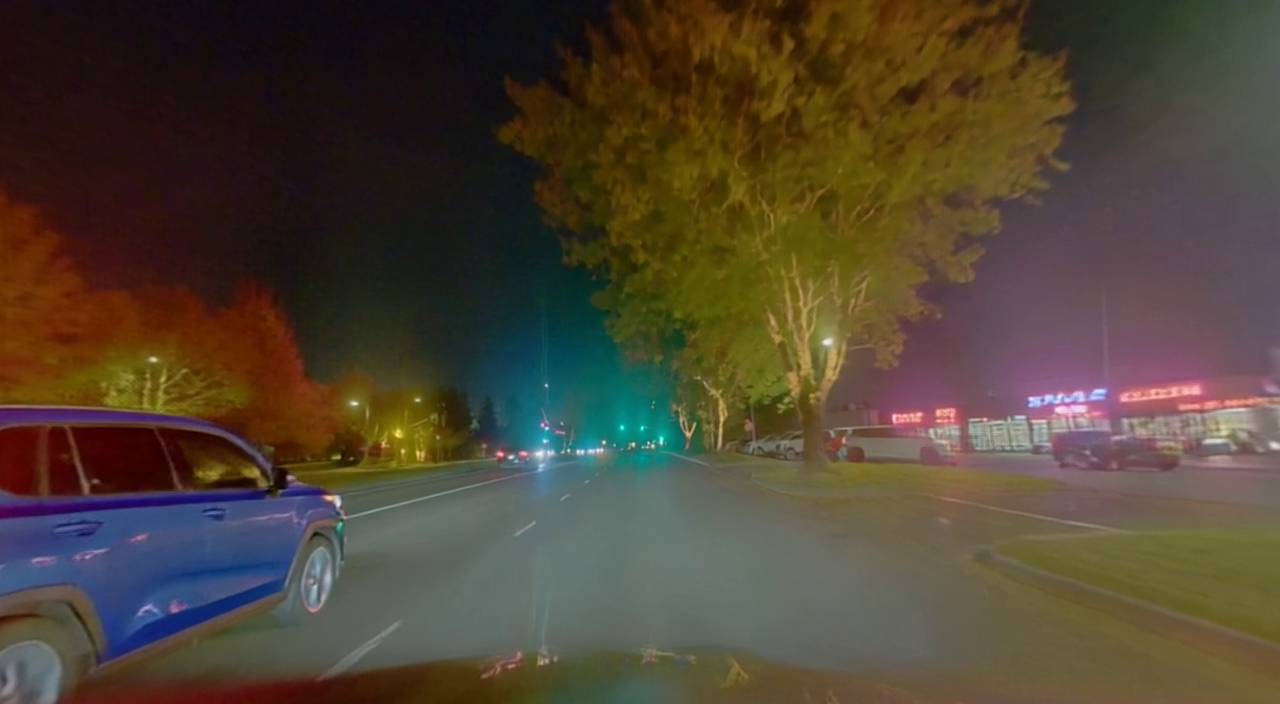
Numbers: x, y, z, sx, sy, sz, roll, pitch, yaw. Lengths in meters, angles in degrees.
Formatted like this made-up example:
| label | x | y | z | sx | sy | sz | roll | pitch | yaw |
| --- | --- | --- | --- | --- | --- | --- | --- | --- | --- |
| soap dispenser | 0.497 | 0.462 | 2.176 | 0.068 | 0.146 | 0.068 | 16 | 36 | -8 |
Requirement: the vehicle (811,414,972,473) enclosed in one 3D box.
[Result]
| label | x | y | z | sx | sy | sz | roll | pitch | yaw |
| --- | --- | --- | --- | --- | --- | --- | --- | --- | --- |
| vehicle | 8.790 | 3.280 | 22.577 | 5.031 | 1.951 | 2.184 | -2 | -9 | 15 |

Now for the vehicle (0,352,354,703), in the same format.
| label | x | y | z | sx | sy | sz | roll | pitch | yaw |
| --- | --- | --- | --- | --- | --- | --- | --- | --- | --- |
| vehicle | -3.368 | 0.934 | 2.914 | 2.127 | 1.654 | 4.121 | 0 | -8 | 0 |

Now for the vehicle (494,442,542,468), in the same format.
| label | x | y | z | sx | sy | sz | roll | pitch | yaw |
| --- | --- | --- | --- | --- | --- | --- | --- | --- | --- |
| vehicle | -7.412 | 6.303 | 38.806 | 1.990 | 1.483 | 4.410 | 0 | -8 | 1 |

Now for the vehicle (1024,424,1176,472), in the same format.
| label | x | y | z | sx | sy | sz | roll | pitch | yaw |
| --- | --- | --- | --- | --- | --- | --- | --- | --- | --- |
| vehicle | 15.721 | 3.311 | 21.933 | 2.177 | 1.397 | 4.511 | -3 | -8 | 6 |
